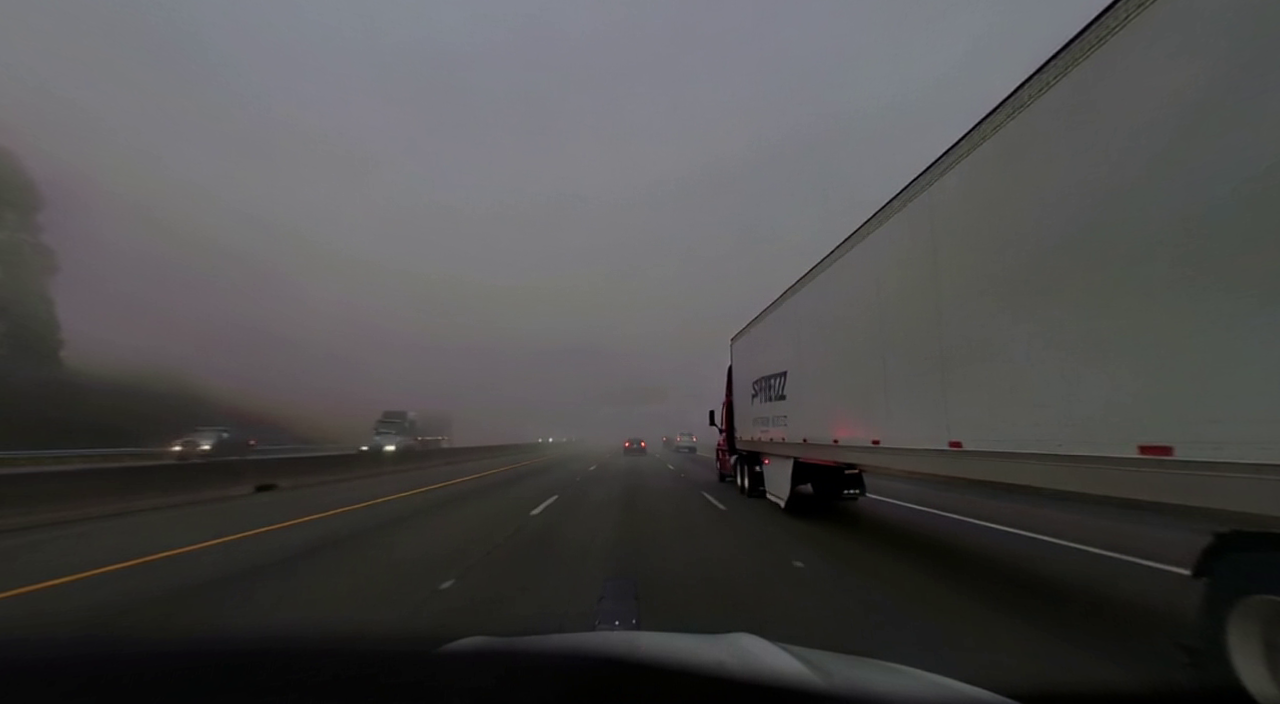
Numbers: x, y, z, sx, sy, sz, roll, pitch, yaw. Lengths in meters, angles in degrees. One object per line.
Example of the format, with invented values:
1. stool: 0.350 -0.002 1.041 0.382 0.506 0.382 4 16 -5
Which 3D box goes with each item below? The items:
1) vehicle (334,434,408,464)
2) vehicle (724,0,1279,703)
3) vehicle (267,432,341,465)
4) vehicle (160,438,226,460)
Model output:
1. vehicle: -14.478 5.215 34.224 1.887 1.500 4.933 0 -8 0
2. vehicle: 3.637 0.266 7.482 2.976 4.077 14.571 0 -8 -1
3. vehicle: -18.416 5.281 34.773 1.830 1.722 4.048 0 -8 0
4. vehicle: -31.223 6.763 44.148 1.675 1.397 3.817 0 -8 3
